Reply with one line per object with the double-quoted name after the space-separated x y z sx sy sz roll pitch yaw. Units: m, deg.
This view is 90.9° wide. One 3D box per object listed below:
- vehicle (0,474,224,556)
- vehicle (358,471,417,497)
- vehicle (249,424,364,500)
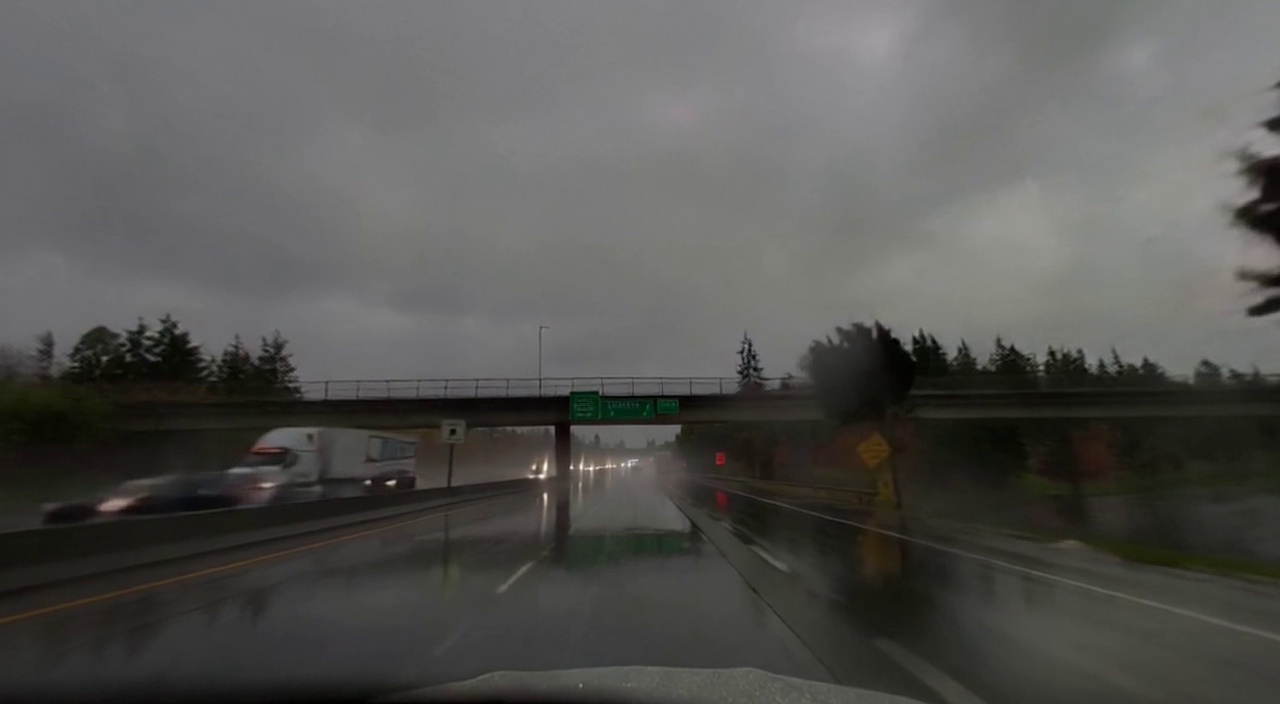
-12.019 3.538 14.277 1.925 1.436 4.717 1 -10 0 "vehicle"
-16.143 8.468 40.538 1.938 1.477 4.455 1 -10 1 "vehicle"
-20.624 6.936 39.594 2.945 4.265 7.006 0 -11 2 "vehicle"
